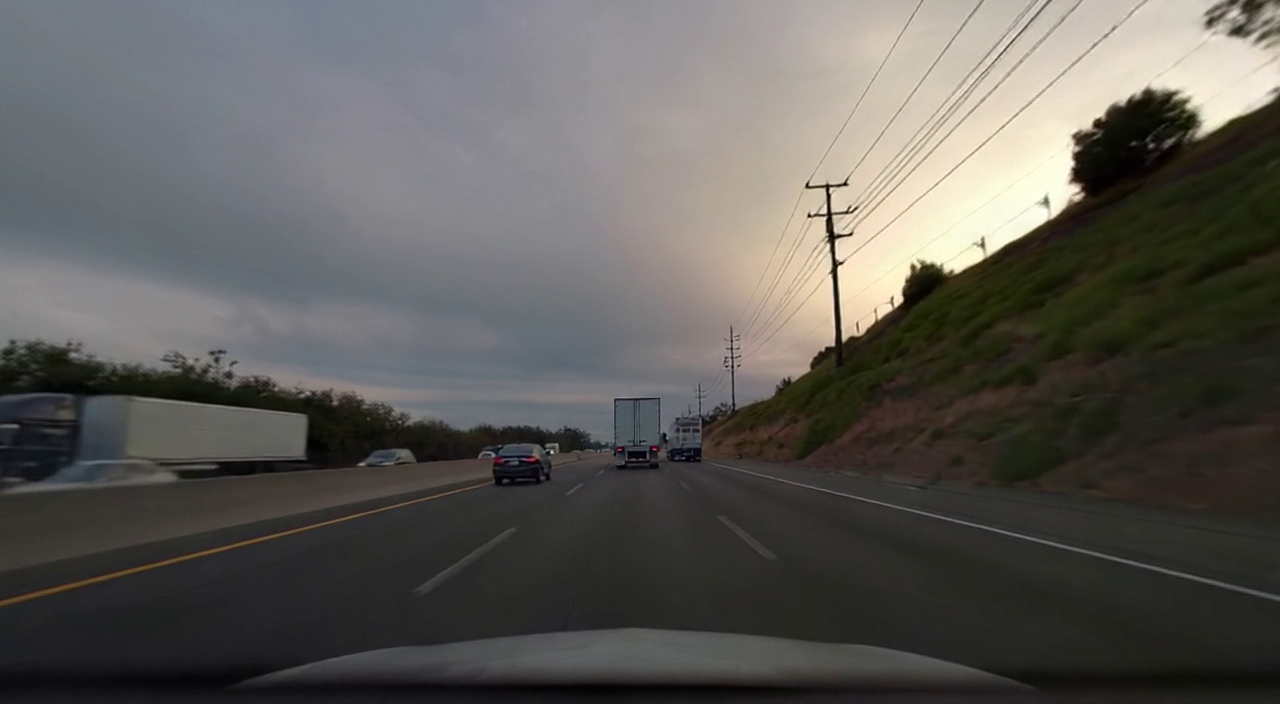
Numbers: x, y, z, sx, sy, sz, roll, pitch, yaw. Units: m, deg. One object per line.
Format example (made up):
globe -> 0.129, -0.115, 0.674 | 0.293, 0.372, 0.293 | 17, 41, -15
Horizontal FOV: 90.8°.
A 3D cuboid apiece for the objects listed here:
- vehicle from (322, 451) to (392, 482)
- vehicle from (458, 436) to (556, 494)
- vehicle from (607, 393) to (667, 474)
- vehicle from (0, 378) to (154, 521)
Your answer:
vehicle -> -15.273, 6.191, 34.336 | 1.867, 1.518, 4.106 | 0, -9, 0
vehicle -> -4.171, 3.630, 20.645 | 2.170, 1.657, 4.573 | 0, -9, 1
vehicle -> -0.129, 4.897, 36.992 | 2.985, 4.025, 10.982 | 0, -9, 0
vehicle -> -19.767, 3.151, 20.436 | 2.983, 4.049, 5.976 | 0, -9, 0
